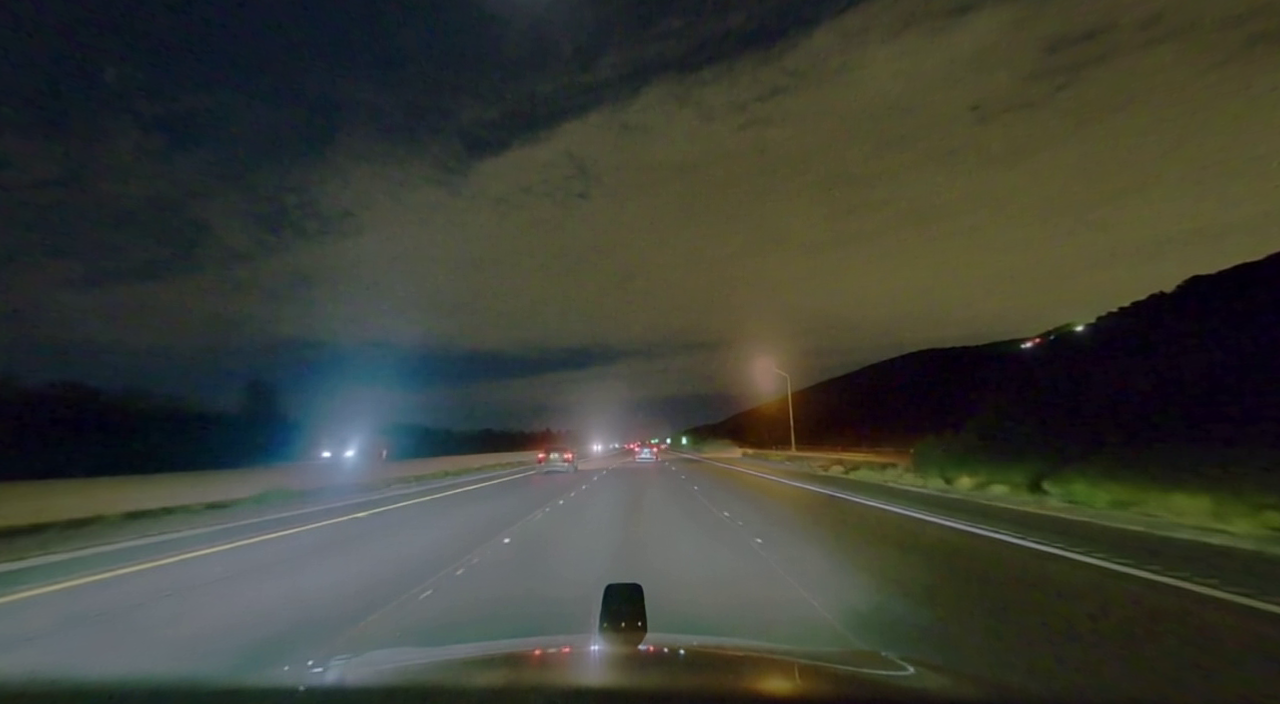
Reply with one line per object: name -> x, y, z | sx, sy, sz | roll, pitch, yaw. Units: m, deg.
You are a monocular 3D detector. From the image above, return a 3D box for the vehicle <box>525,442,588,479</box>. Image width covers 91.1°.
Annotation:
vehicle -> -3.578, 4.707, 27.588 | 2.082, 1.485, 4.237 | 0, -8, 2

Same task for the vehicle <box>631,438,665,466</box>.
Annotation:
vehicle -> 0.489, 6.896, 43.405 | 2.272, 1.836, 4.866 | 0, -8, -1

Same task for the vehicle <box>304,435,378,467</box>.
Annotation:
vehicle -> -21.539, 7.151, 45.546 | 2.360, 2.168, 5.853 | 0, -8, 1
